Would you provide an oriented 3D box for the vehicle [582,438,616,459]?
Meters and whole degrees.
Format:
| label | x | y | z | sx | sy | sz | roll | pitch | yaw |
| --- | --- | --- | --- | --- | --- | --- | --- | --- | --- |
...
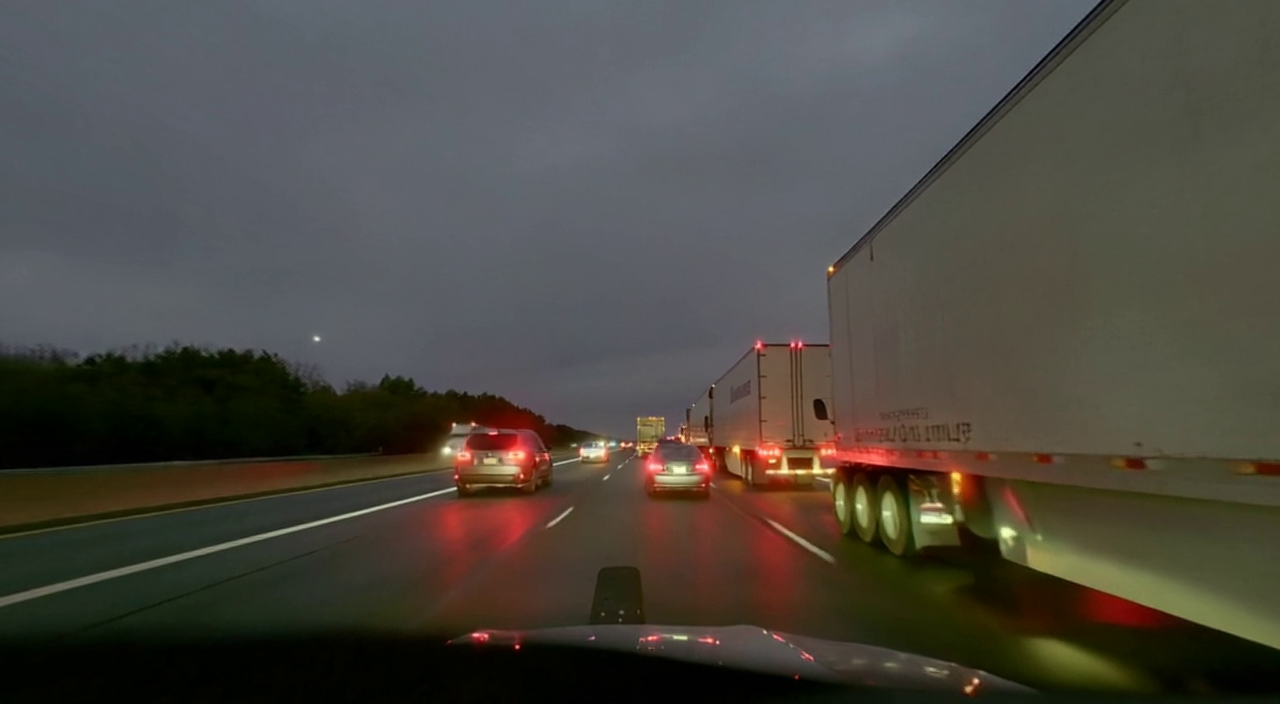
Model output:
| label | x | y | z | sx | sy | sz | roll | pitch | yaw |
| --- | --- | --- | --- | --- | --- | --- | --- | --- | --- |
| vehicle | -3.151 | 7.509 | 49.309 | 2.181 | 1.538 | 4.169 | 0 | -8 | 2 |

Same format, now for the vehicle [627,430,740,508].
| label | x | y | z | sx | sy | sz | roll | pitch | yaw |
| --- | --- | --- | --- | --- | --- | --- | --- | --- | --- |
| vehicle | 0.848 | 2.568 | 14.419 | 2.200 | 1.495 | 4.282 | 0 | -8 | 0 |

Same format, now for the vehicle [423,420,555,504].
| label | x | y | z | sx | sy | sz | roll | pitch | yaw |
| --- | --- | --- | --- | --- | --- | --- | --- | --- | --- |
| vehicle | -3.448 | 2.605 | 15.437 | 2.006 | 1.729 | 4.447 | 0 | -8 | 2 |

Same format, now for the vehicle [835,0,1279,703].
| label | x | y | z | sx | sy | sz | roll | pitch | yaw |
| --- | --- | --- | --- | --- | --- | --- | --- | --- | --- |
| vehicle | 4.545 | -0.573 | 1.820 | 2.967 | 4.347 | 15.373 | 0 | -8 | 0 |
